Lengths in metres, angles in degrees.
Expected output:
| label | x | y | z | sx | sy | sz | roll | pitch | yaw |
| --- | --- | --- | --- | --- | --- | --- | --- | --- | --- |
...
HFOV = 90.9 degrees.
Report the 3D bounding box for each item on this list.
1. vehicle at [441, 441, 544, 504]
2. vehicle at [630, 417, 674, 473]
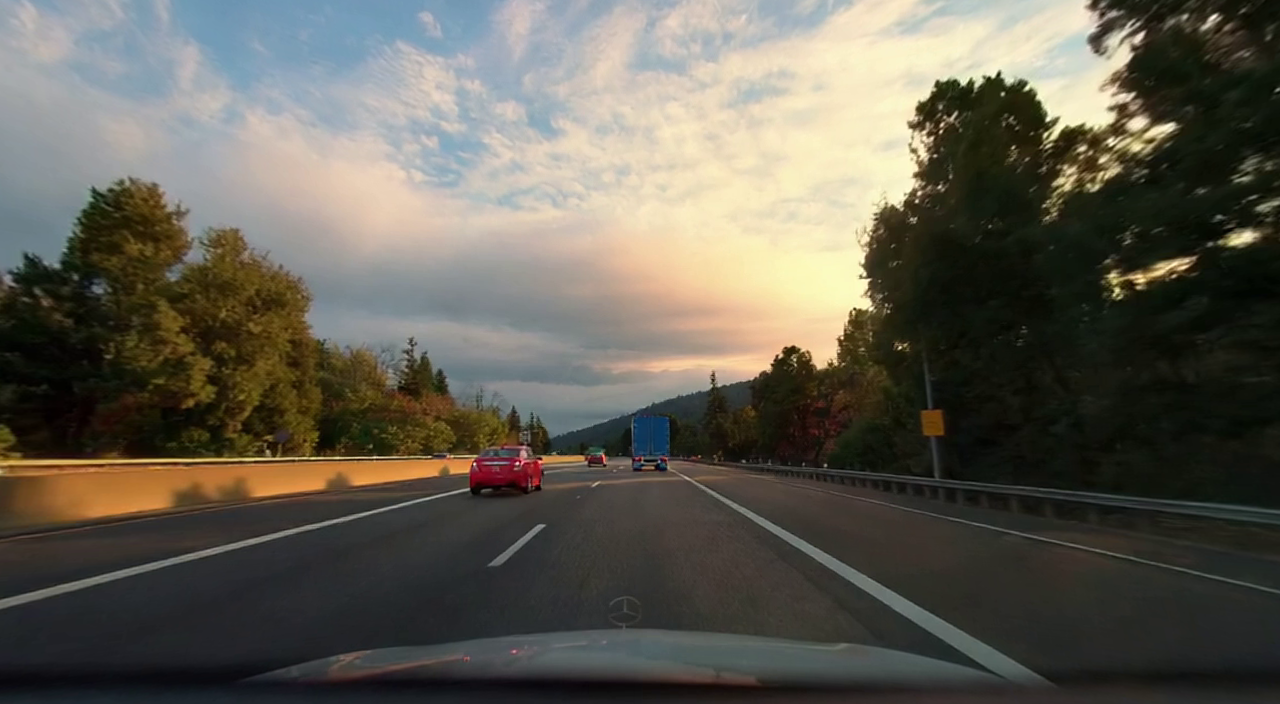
| label | x | y | z | sx | sy | sz | roll | pitch | yaw |
| --- | --- | --- | --- | --- | --- | --- | --- | --- | --- |
| vehicle | -4.132 | 3.433 | 18.353 | 1.977 | 1.602 | 3.944 | 0 | -9 | 1 |
| vehicle | 0.789 | 6.802 | 45.763 | 2.893 | 3.628 | 9.081 | 0 | -9 | 0 |
